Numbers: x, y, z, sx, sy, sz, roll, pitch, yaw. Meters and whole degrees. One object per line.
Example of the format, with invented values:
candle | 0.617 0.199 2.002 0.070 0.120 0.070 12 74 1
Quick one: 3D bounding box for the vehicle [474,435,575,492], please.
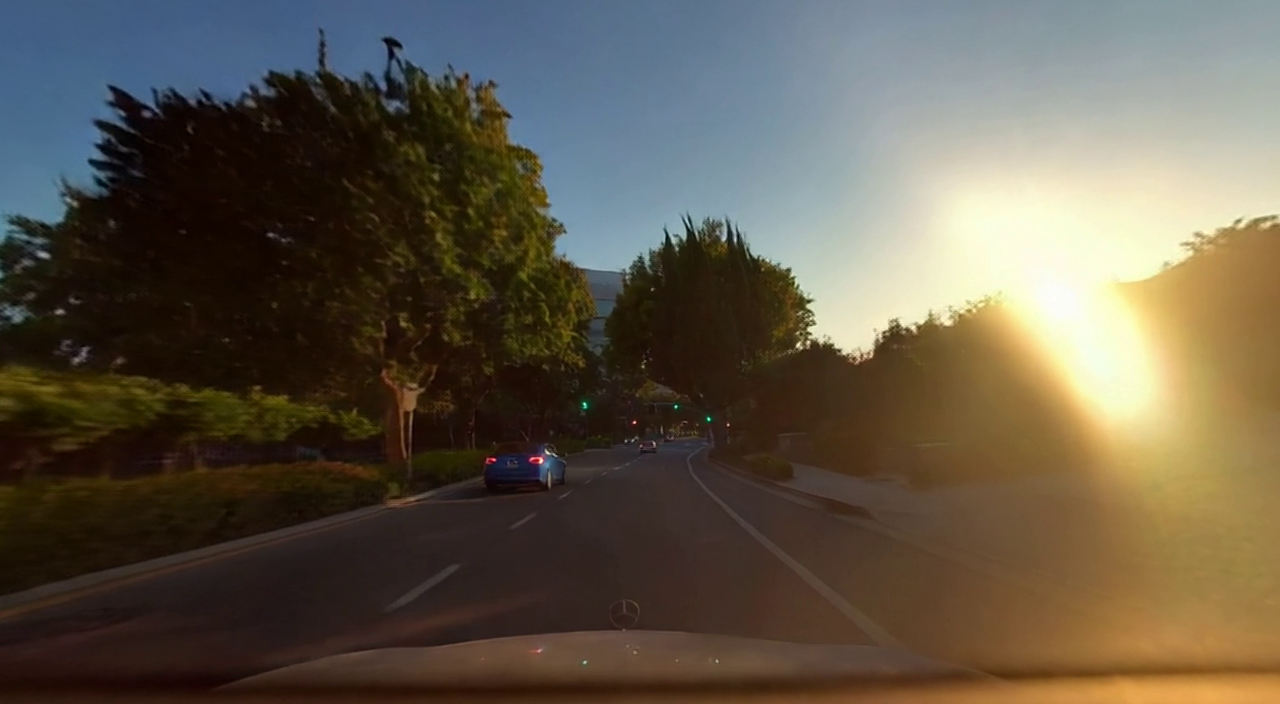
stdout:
vehicle | -3.314 3.331 19.217 2.038 1.486 4.678 0 -9 2
